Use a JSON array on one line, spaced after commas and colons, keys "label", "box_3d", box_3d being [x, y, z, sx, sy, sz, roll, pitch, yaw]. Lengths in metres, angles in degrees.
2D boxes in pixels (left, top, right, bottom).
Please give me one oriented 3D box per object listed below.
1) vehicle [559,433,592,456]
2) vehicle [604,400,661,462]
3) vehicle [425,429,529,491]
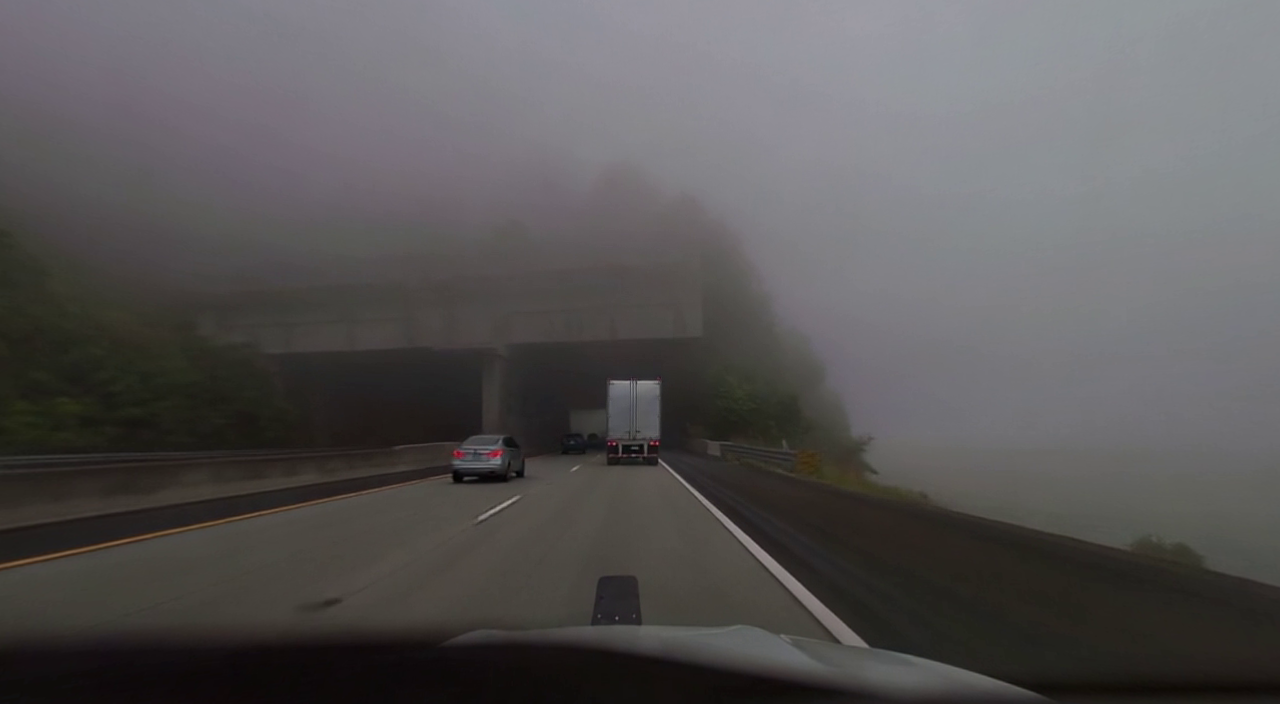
[{"label": "vehicle", "box_3d": [-5.037, 7.335, 49.948, 2.138, 1.697, 4.587, 0, -8, 0]}, {"label": "vehicle", "box_3d": [-0.299, 3.292, 26.247, 2.319, 2.461, 1.270, 0, -8, 0]}, {"label": "vehicle", "box_3d": [-4.445, 2.986, 17.810, 1.909, 1.520, 3.897, 0, -8, 0]}]
